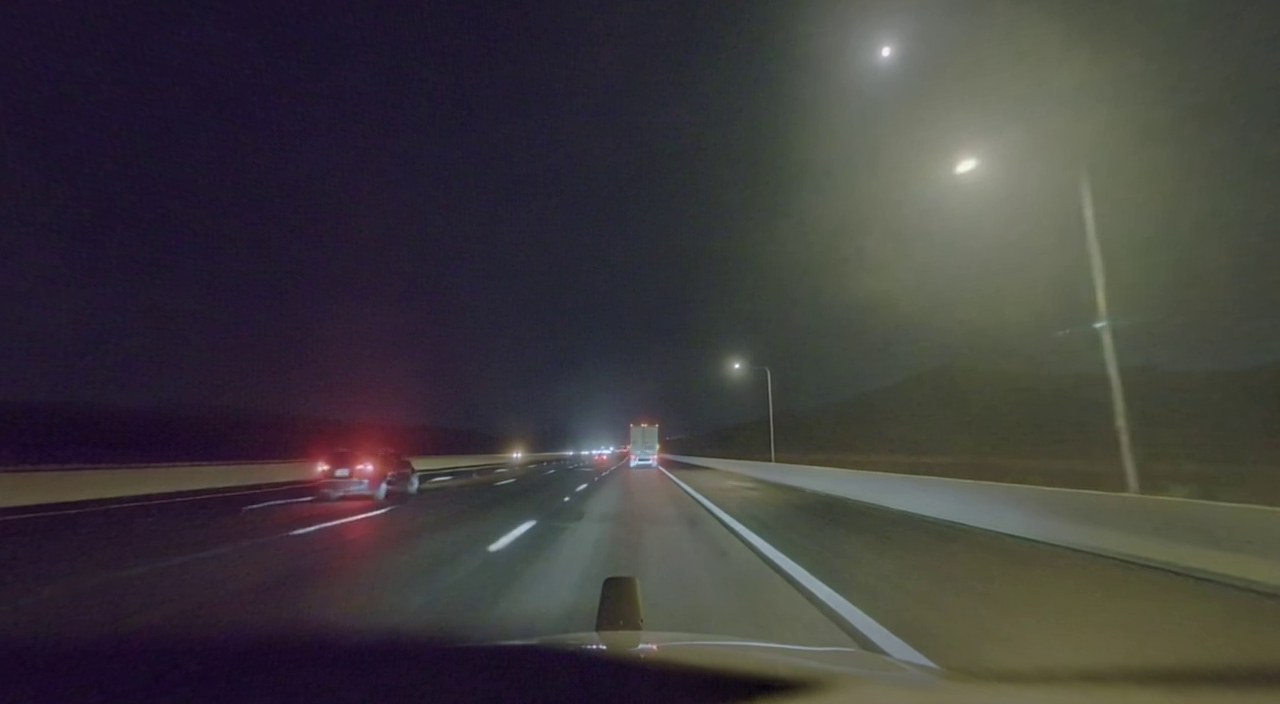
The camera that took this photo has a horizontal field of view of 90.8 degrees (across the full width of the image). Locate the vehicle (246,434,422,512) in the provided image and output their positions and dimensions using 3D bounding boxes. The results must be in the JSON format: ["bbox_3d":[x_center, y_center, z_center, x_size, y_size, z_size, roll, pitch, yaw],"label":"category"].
[{"bbox_3d":[-7.576,3.039,16.306,2.067,1.676,4.789,0,-9,1],"label":"vehicle"}]
